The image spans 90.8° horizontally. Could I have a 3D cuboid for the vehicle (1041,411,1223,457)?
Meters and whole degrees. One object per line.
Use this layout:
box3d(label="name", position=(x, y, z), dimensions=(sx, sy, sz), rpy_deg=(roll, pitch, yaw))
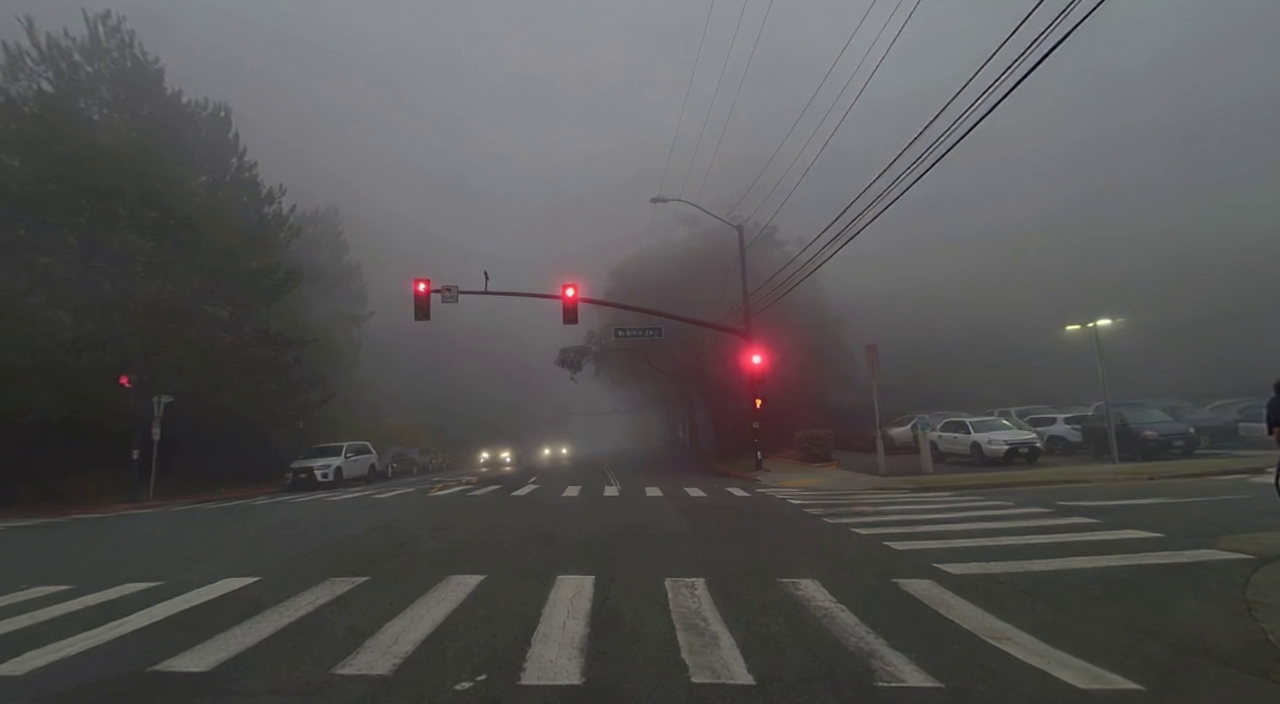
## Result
box3d(label="vehicle", position=(16.964, 2.905, 22.095), dimensions=(4.560, 1.453, 1.851), rpy_deg=(-3, -9, 18))

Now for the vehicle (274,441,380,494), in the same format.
box3d(label="vehicle", position=(-13.736, 5.065, 28.144), dimensions=(2.251, 1.957, 4.968), rpy_deg=(-4, -9, -1))

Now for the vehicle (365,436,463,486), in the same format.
box3d(label="vehicle", position=(-10.179, 4.958, 29.054), dimensions=(2.475, 1.940, 5.702), rpy_deg=(-3, -9, 0))

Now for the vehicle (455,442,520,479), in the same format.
box3d(label="vehicle", position=(-6.991, 4.997, 29.319), dimensions=(2.024, 1.470, 4.153), rpy_deg=(-3, -9, -1))

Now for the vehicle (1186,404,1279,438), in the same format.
box3d(label="vehicle", position=(34.898, 4.028, 36.658), dimensions=(4.326, 1.511, 1.725), rpy_deg=(-8, -9, 17))
